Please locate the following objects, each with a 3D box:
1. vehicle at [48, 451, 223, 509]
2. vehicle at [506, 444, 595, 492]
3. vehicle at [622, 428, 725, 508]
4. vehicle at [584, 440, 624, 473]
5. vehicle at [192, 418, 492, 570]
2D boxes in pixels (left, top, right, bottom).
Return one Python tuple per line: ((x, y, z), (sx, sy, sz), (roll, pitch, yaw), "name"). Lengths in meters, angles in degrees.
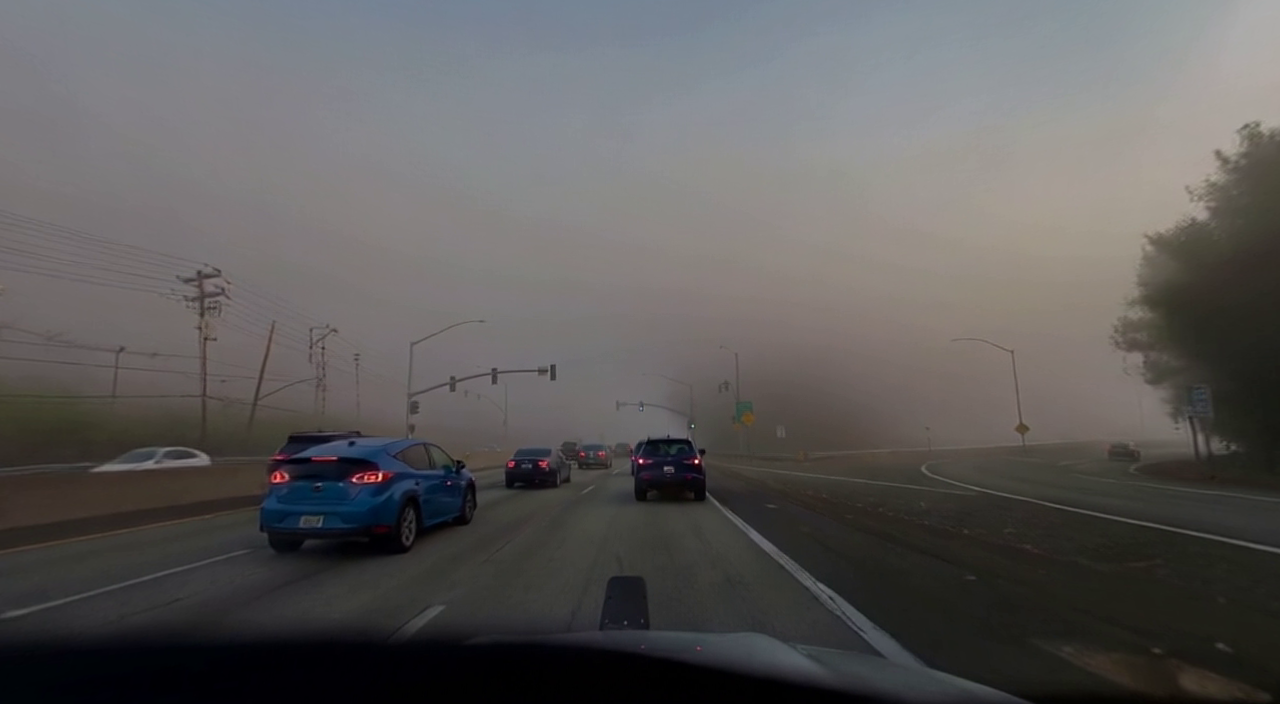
((-16.491, 4.158, 20.973), (1.842, 1.655, 4.501), (-1, -9, 5), "vehicle")
((-2.888, 3.843, 21.297), (2.105, 1.436, 4.311), (-1, -9, 4), "vehicle")
((0.791, 2.801, 15.581), (2.205, 1.691, 3.937), (-1, -9, 2), "vehicle")
((-2.044, 6.032, 36.624), (1.788, 1.773, 3.731), (-1, -9, 5), "vehicle")
((-3.760, 1.871, 9.093), (2.018, 1.621, 4.441), (0, -9, 2), "vehicle")
